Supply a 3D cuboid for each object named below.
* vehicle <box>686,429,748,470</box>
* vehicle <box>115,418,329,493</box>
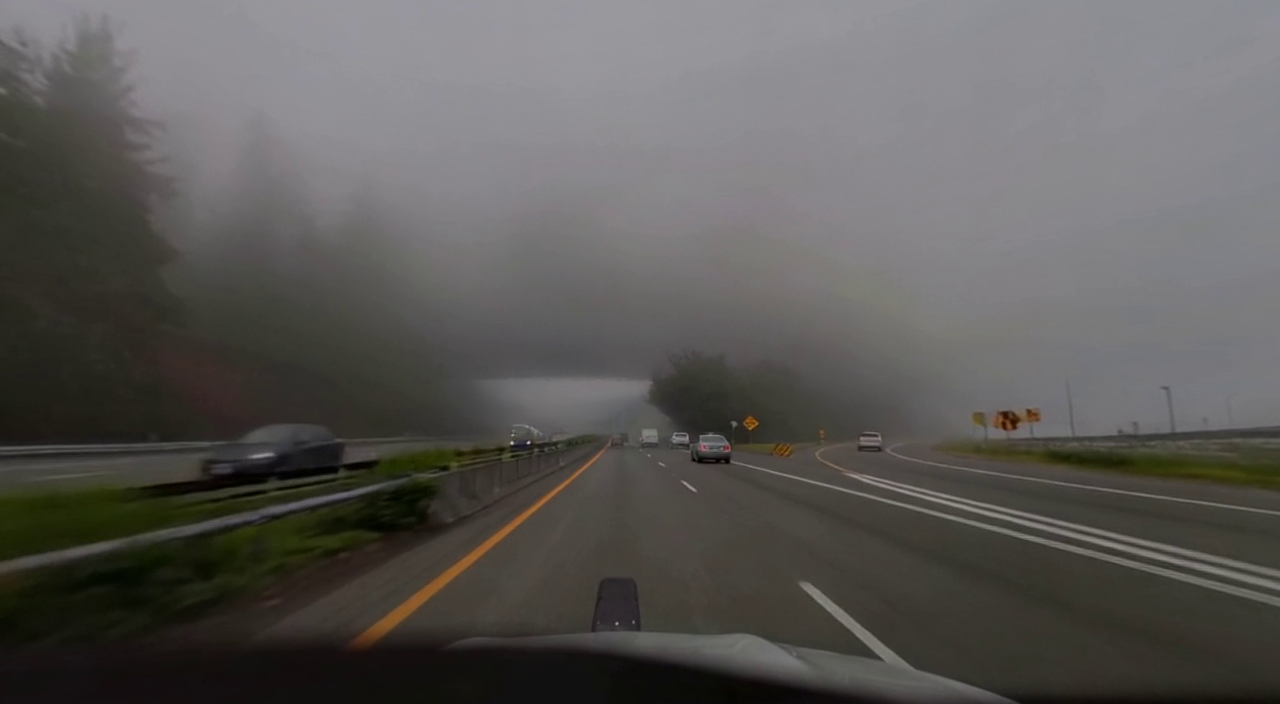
[{"bbox_3d":[3.135,4.050,26.433,1.938,1.578,3.764,0,-8,-3],"label":"vehicle"},{"bbox_3d":[-9.127,2.281,14.335,1.972,1.443,4.342,0,-8,-2],"label":"vehicle"}]
